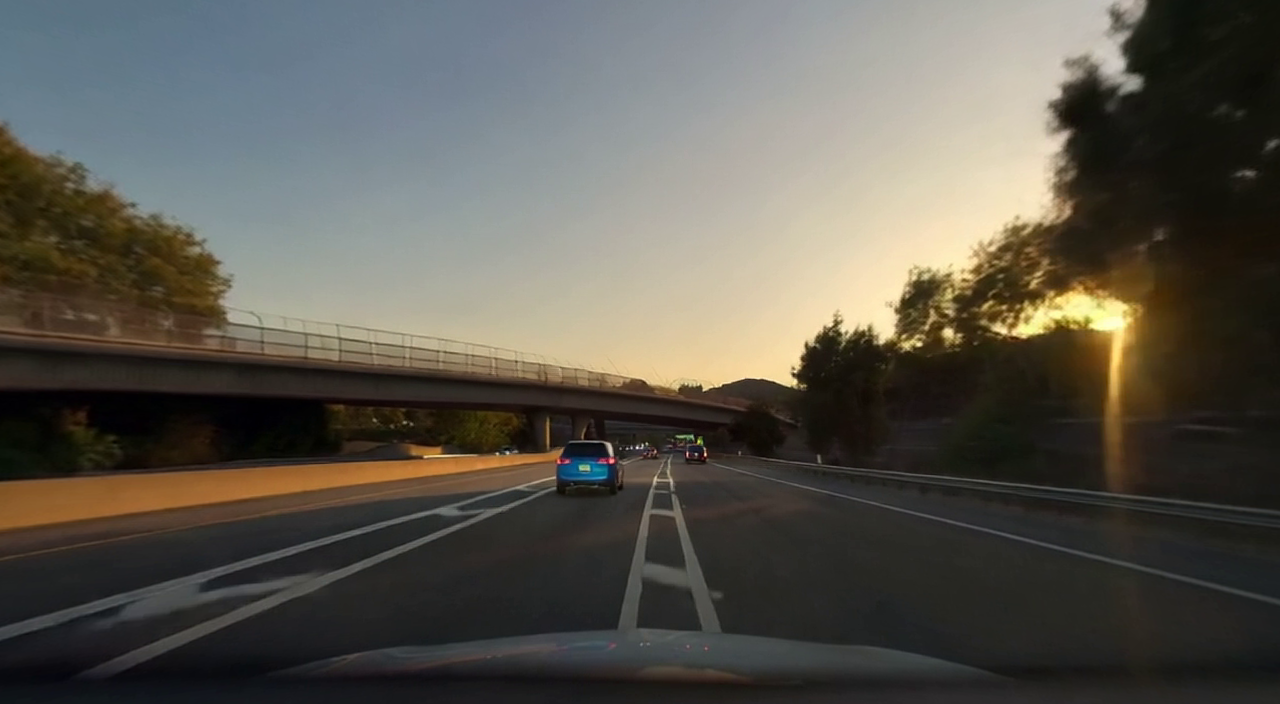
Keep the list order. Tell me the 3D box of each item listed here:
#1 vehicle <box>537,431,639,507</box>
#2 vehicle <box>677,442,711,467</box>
[{"bbox_3d":[-1.198,3.002,16.655,2.143,1.693,4.513,-1,-9,2],"label":"vehicle"},{"bbox_3d":[3.776,7.275,44.974,2.073,1.621,3.993,-1,-9,0],"label":"vehicle"}]
